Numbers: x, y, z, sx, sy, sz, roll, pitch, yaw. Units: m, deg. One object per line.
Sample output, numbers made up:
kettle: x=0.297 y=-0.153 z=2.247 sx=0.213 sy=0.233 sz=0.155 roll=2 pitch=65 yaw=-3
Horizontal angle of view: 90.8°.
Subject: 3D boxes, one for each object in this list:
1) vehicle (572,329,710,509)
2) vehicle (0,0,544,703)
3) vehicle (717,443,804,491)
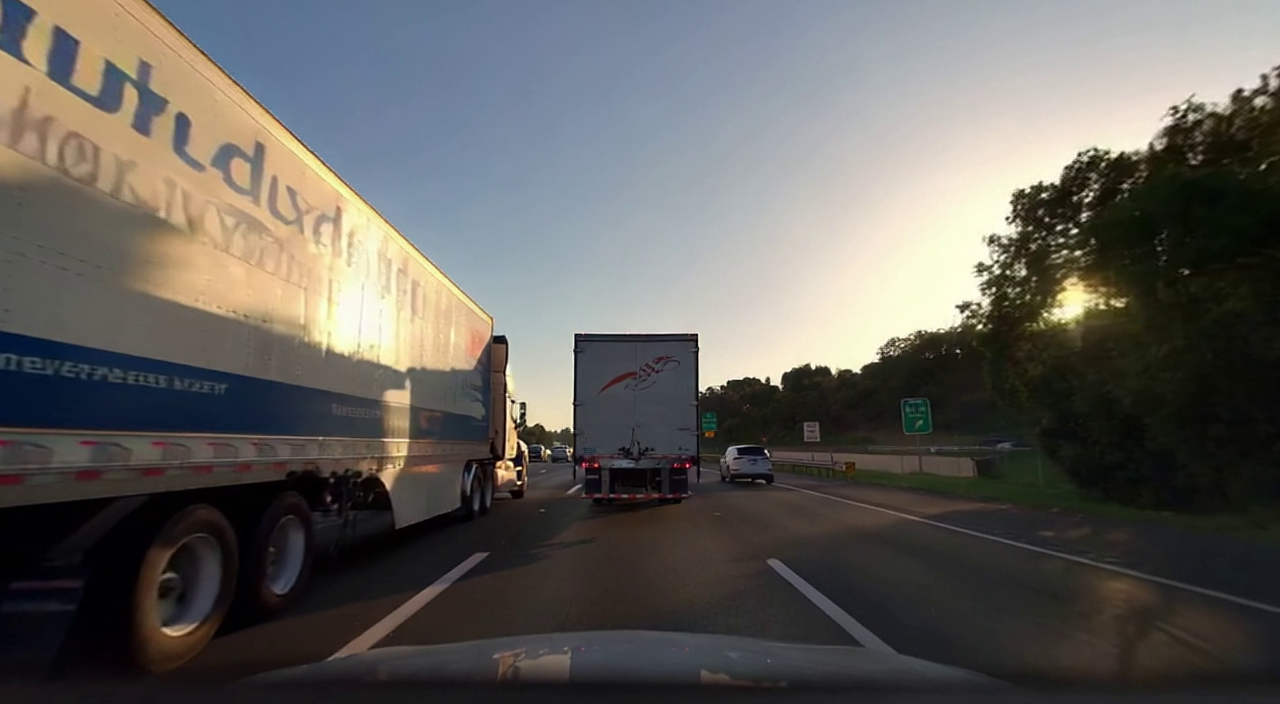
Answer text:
vehicle: x=-0.033 y=2.133 z=18.409 sx=2.910 sy=3.828 sz=9.805 roll=0 pitch=-9 yaw=-1
vehicle: x=-4.086 y=0.646 z=9.075 sx=2.873 sy=4.107 sz=15.970 roll=0 pitch=-9 yaw=0
vehicle: x=3.966 y=3.849 z=21.608 sx=2.010 sy=1.446 sz=4.579 roll=0 pitch=-9 yaw=-1
